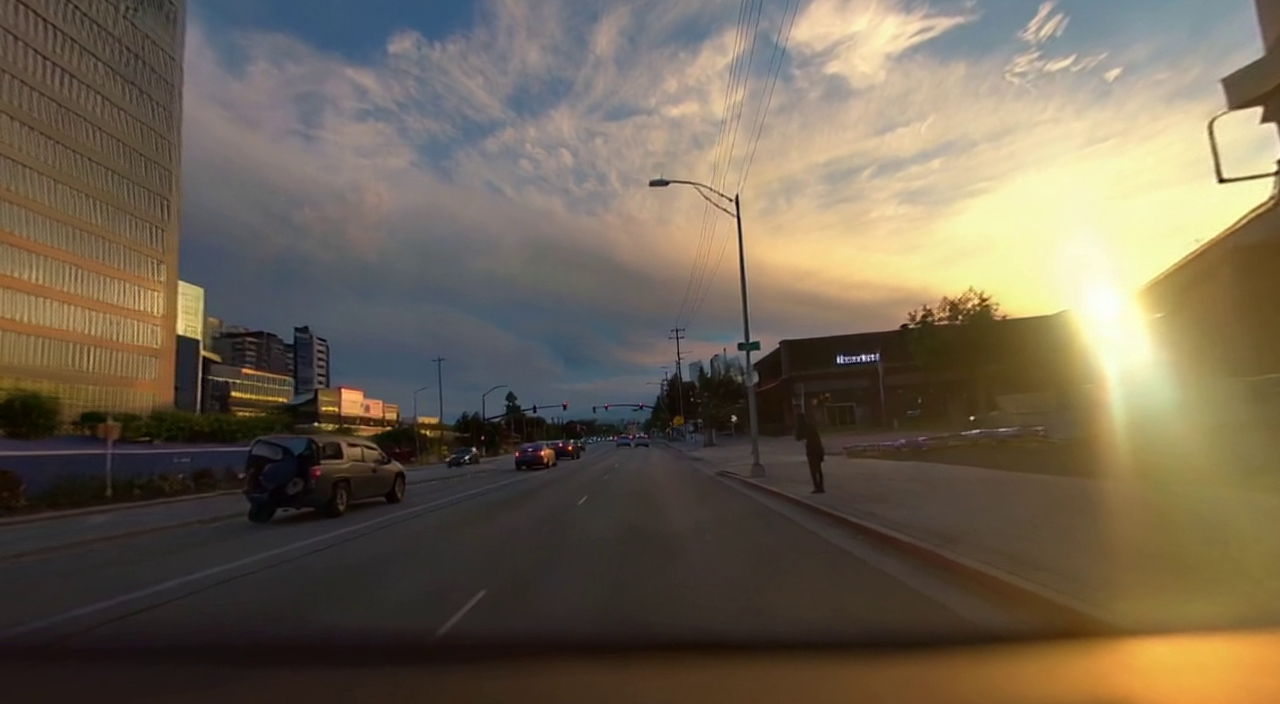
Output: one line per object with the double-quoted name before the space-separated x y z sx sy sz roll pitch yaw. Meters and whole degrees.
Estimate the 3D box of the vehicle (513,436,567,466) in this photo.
"vehicle" -5.288 5.301 33.996 2.030 1.488 4.650 -1 -8 2

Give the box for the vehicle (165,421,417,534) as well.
"vehicle" -6.154 2.260 12.001 2.007 1.698 4.759 0 -8 1

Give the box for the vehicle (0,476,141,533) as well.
"vehicle" -20.679 5.335 22.470 1.773 1.511 4.687 1 -8 2

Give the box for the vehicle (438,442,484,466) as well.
"vehicle" -13.211 7.561 46.814 2.003 1.704 4.334 -1 -8 1
